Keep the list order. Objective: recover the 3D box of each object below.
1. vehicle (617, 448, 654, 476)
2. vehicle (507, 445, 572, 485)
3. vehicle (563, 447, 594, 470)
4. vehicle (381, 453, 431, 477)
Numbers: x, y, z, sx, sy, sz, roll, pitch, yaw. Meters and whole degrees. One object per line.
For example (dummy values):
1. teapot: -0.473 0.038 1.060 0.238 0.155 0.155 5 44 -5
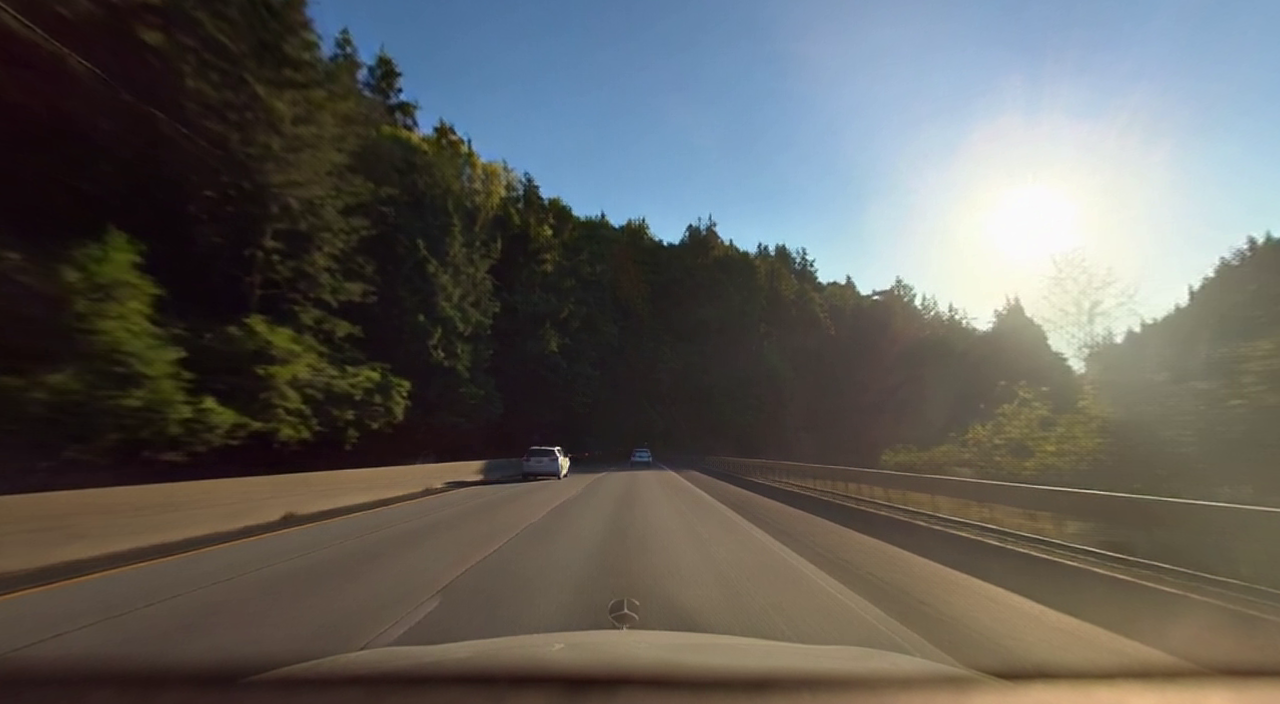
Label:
1. vehicle: -0.241 6.163 35.474 2.001 1.490 3.914 0 -9 0
2. vehicle: -4.099 4.688 26.323 1.978 1.538 3.755 0 -9 1
3. vehicle: -4.493 7.846 46.467 1.834 1.615 3.624 0 -9 1
4. vehicle: -16.065 7.742 43.522 1.705 1.552 4.338 0 -9 1
